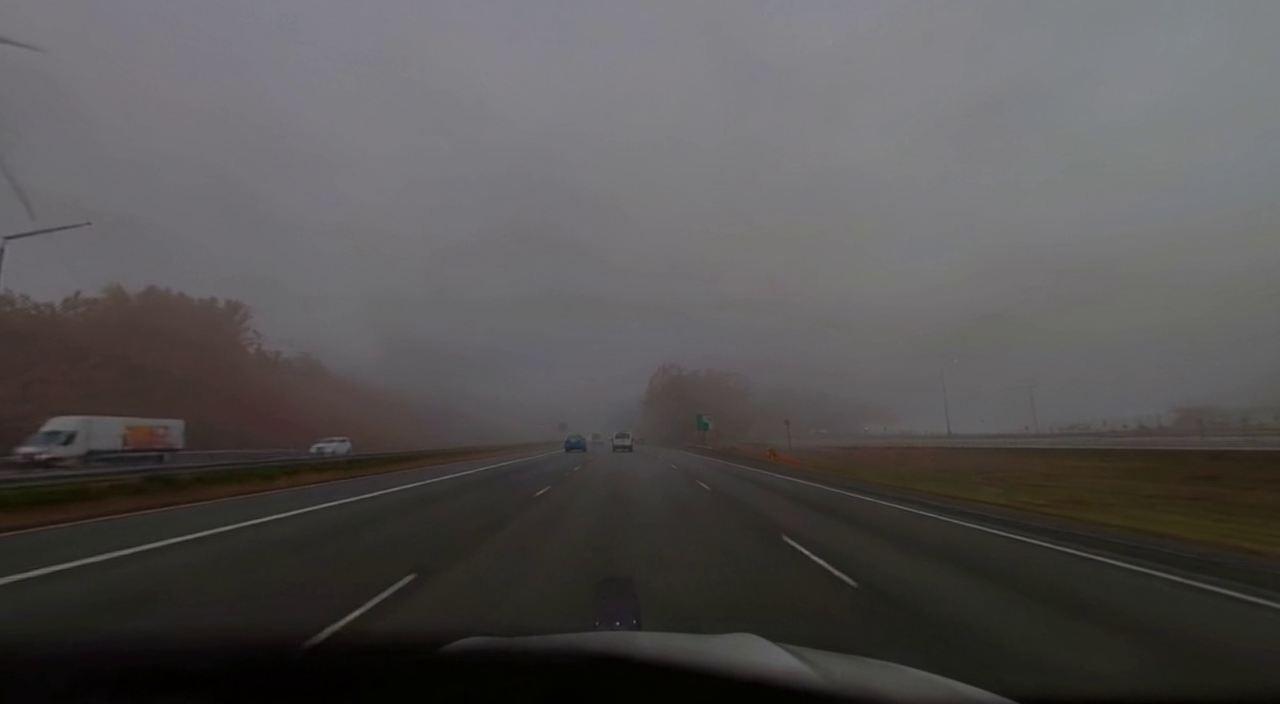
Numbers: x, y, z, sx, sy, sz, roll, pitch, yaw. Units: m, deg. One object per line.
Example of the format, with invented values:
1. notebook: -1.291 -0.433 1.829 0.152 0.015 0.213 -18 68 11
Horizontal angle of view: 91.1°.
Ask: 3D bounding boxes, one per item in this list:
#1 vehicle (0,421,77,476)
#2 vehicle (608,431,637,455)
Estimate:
1. vehicle: -42.633 6.636 43.634 2.964 3.572 4.102 0 -7 0
2. vehicle: -1.359 7.200 49.820 2.213 1.774 4.563 0 -8 -1
